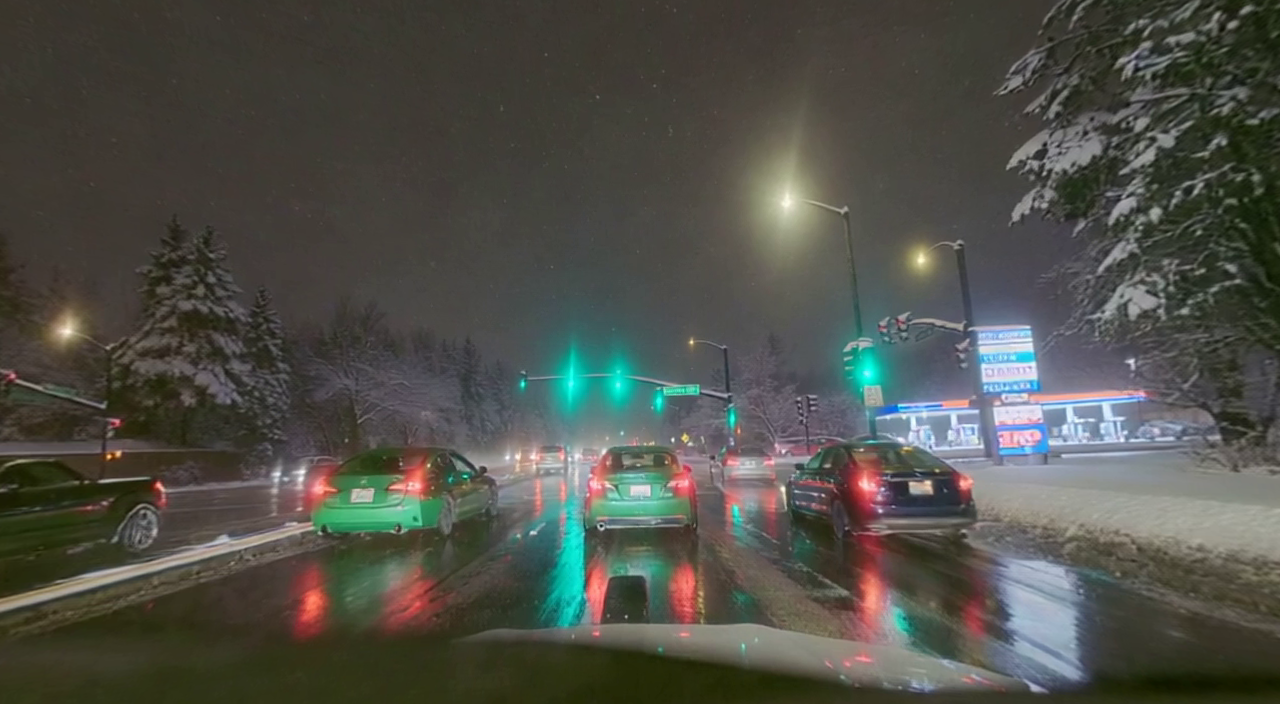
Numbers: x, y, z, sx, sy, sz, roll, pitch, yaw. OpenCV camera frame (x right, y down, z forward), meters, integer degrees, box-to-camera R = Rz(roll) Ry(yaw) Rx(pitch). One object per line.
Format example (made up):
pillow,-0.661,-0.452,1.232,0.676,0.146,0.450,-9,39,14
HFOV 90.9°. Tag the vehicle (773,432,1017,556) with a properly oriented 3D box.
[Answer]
vehicle,3.589,2.068,9.999,1.920,1.479,4.548,0,-8,-1

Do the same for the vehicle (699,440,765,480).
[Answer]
vehicle,3.670,4.387,25.932,1.942,1.482,4.623,0,-8,-1

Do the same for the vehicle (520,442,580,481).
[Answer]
vehicle,-3.790,4.694,27.323,1.896,1.501,4.390,0,-8,1

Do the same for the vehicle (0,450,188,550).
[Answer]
vehicle,-10.543,2.460,10.968,1.964,1.460,4.428,0,-8,1

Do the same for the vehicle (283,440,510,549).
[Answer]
vehicle,-3.739,2.249,10.746,1.995,1.436,4.500,0,-8,1

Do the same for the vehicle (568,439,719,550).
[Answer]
vehicle,-0.005,2.174,10.337,1.994,1.433,3.894,0,-8,-2
